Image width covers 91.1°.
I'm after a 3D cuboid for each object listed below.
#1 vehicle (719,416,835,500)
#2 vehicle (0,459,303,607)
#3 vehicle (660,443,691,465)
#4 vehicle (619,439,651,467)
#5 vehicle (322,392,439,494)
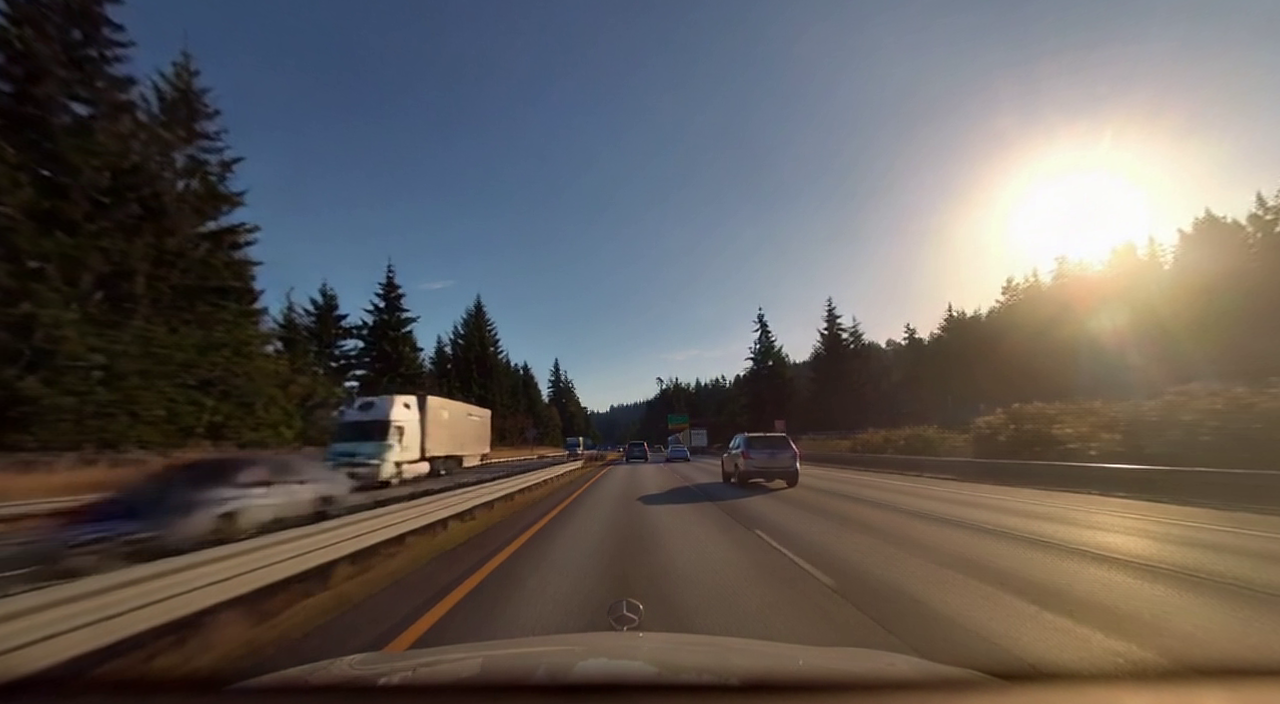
[{"bbox_3d":[3.569,2.879,17.386,1.981,1.984,4.623,0,-9,-2],"label":"vehicle"},{"bbox_3d":[-6.953,2.293,8.895,1.901,1.462,4.439,0,-9,0],"label":"vehicle"},{"bbox_3d":[2.741,8.051,49.555,2.123,1.620,4.959,0,-9,-1],"label":"vehicle"},{"bbox_3d":[-0.348,7.254,45.332,2.192,1.912,4.524,0,-9,-1],"label":"vehicle"},{"bbox_3d":[-10.709,3.821,26.362,3.343,3.964,3.305,0,-9,0],"label":"vehicle"}]
